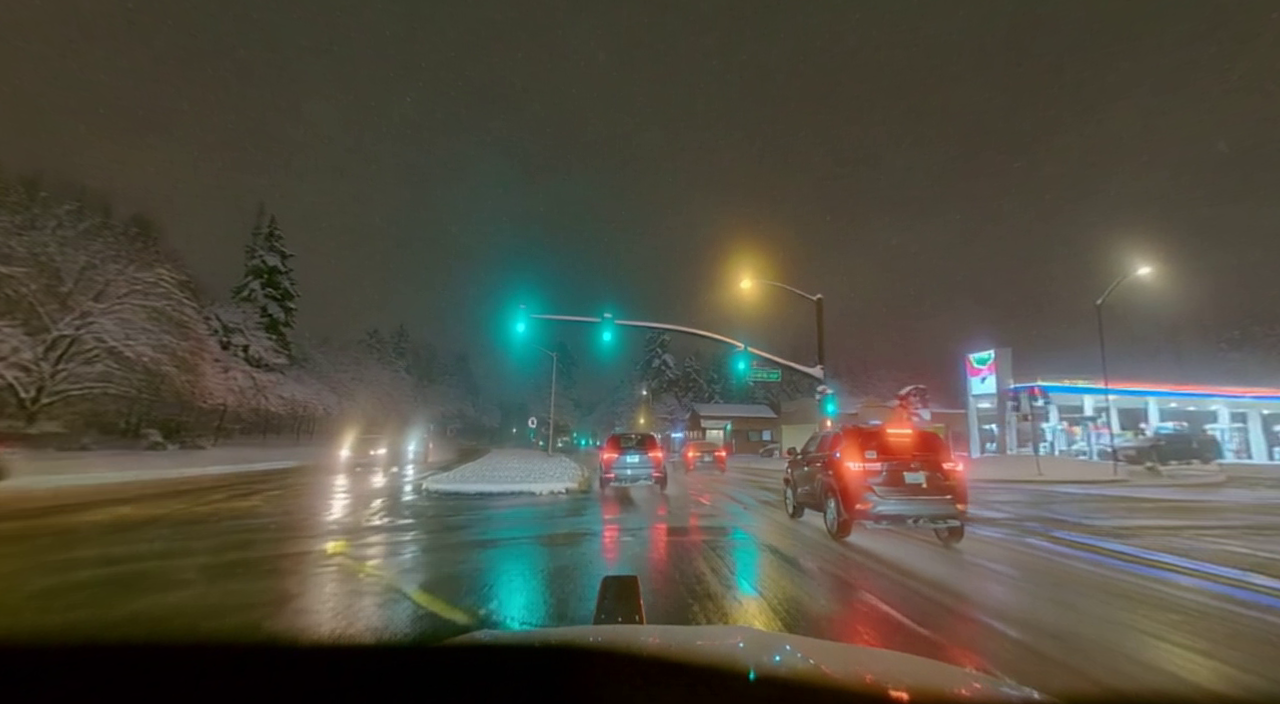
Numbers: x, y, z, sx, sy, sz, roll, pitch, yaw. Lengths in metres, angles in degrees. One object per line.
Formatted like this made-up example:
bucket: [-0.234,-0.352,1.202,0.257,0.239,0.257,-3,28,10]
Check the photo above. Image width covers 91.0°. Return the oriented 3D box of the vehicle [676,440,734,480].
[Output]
vehicle: [2.766,4.698,27.634,1.800,1.592,3.658,1,-8,-6]

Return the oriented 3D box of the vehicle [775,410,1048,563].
vehicle: [3.603,1.863,9.430,2.000,1.745,4.206,0,-8,-3]

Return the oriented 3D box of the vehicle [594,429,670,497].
vehicle: [-0.320,3.296,19.082,2.051,1.798,4.168,0,-8,-3]

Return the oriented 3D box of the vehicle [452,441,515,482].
vehicle: [-6.325,4.456,25.942,1.987,1.505,4.337,1,-8,-7]

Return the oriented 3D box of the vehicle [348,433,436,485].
vehicle: [-9.219,3.987,23.834,1.992,1.755,4.283,1,-8,-6]
